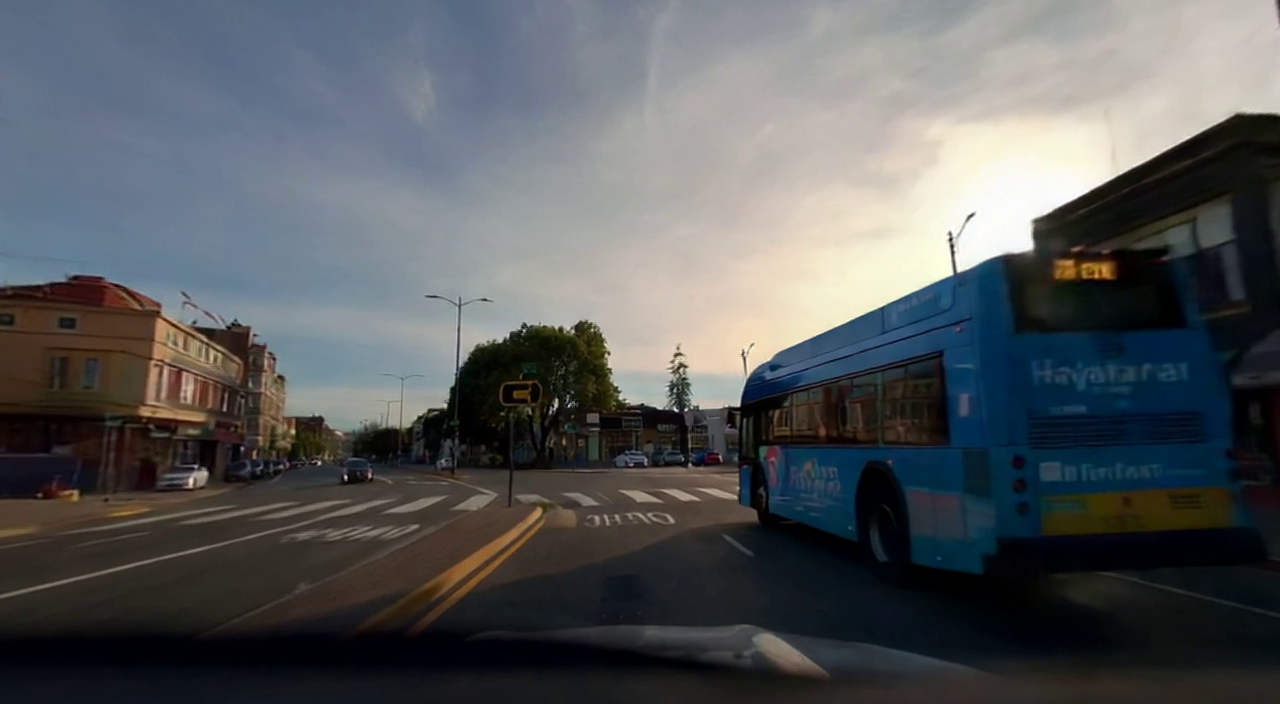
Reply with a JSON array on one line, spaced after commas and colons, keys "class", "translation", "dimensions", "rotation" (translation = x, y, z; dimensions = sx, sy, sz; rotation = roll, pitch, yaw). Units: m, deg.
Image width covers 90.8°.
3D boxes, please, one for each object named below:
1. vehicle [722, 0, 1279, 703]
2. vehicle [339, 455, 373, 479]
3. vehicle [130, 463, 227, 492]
[{"class": "vehicle", "translation": [3.144, 0.259, 3.333], "dimensions": [3.194, 3.345, 12.428], "rotation": [0, -9, -3]}, {"class": "vehicle", "translation": [-19.625, 7.905, 43.757], "dimensions": [1.944, 1.505, 3.944], "rotation": [3, -9, -23]}, {"class": "vehicle", "translation": [-27.269, 7.389, 37.418], "dimensions": [4.384, 1.500, 1.864], "rotation": [7, -11, -40]}]
